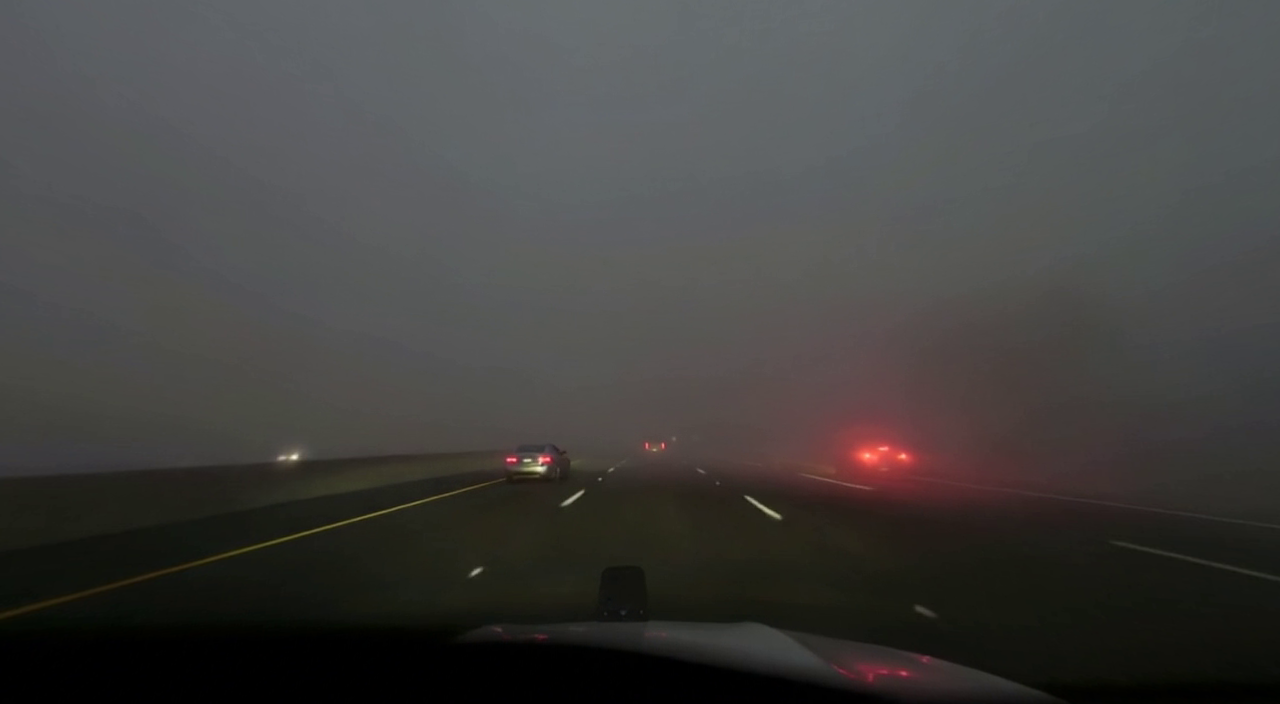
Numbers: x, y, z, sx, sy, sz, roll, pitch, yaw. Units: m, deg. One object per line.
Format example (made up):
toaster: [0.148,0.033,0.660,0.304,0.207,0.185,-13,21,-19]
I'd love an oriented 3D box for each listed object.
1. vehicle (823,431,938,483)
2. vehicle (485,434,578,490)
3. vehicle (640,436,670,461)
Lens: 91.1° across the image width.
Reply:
vehicle: [7.765,3.446,20.896,1.870,1.493,5.015,0,-8,0]
vehicle: [-3.256,3.416,19.816,2.050,1.546,4.344,-1,-8,2]
vehicle: [1.081,6.918,45.270,2.063,1.698,4.355,0,-8,1]
